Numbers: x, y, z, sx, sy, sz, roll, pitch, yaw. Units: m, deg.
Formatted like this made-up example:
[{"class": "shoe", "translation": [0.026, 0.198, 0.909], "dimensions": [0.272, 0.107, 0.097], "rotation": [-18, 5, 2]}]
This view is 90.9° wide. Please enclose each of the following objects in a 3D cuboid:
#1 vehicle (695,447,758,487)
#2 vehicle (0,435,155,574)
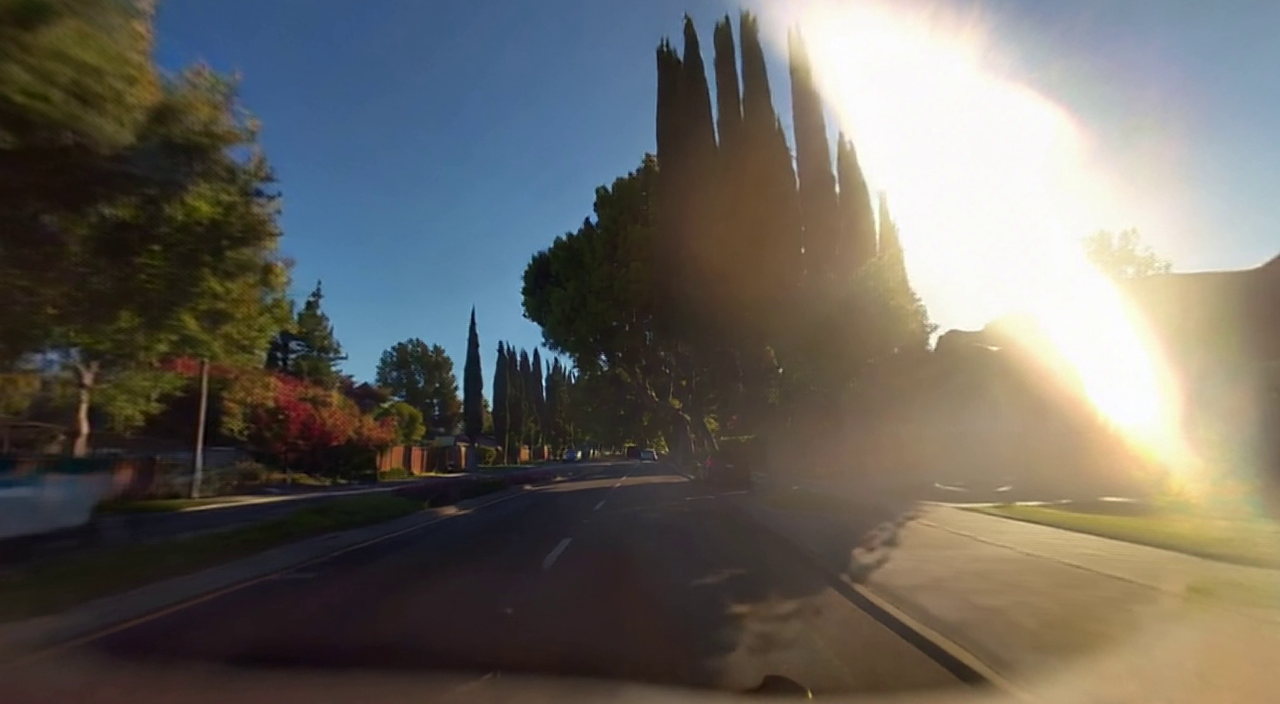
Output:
[{"class": "vehicle", "translation": [3.555, 4.830, 26.873], "dimensions": [2.011, 1.507, 4.769], "rotation": [0, -9, 0]}, {"class": "vehicle", "translation": [-9.020, 1.944, 8.143], "dimensions": [1.981, 1.716, 4.315], "rotation": [0, -9, 1]}]
